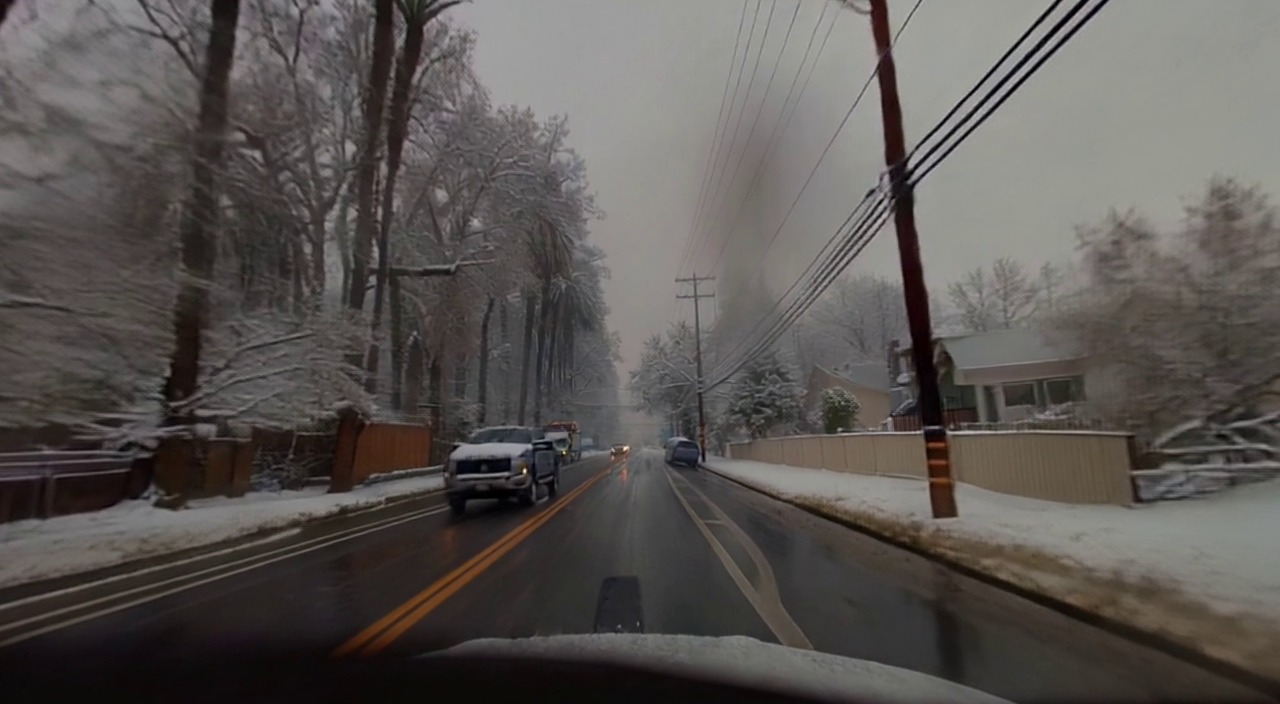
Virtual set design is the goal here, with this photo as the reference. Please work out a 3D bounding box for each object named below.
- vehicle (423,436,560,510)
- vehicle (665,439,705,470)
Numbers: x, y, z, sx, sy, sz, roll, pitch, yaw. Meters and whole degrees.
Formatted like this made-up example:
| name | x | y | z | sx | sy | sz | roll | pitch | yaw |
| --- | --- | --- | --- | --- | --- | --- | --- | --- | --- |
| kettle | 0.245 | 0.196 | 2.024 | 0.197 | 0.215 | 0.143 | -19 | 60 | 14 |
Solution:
| name | x | y | z | sx | sy | sz | roll | pitch | yaw |
| --- | --- | --- | --- | --- | --- | --- | --- | --- | --- |
| vehicle | -3.750 | 3.183 | 17.264 | 2.336 | 1.669 | 5.581 | 0 | -9 | 1 |
| vehicle | 2.885 | 6.740 | 41.692 | 2.168 | 1.851 | 4.861 | 0 | -9 | -1 |
